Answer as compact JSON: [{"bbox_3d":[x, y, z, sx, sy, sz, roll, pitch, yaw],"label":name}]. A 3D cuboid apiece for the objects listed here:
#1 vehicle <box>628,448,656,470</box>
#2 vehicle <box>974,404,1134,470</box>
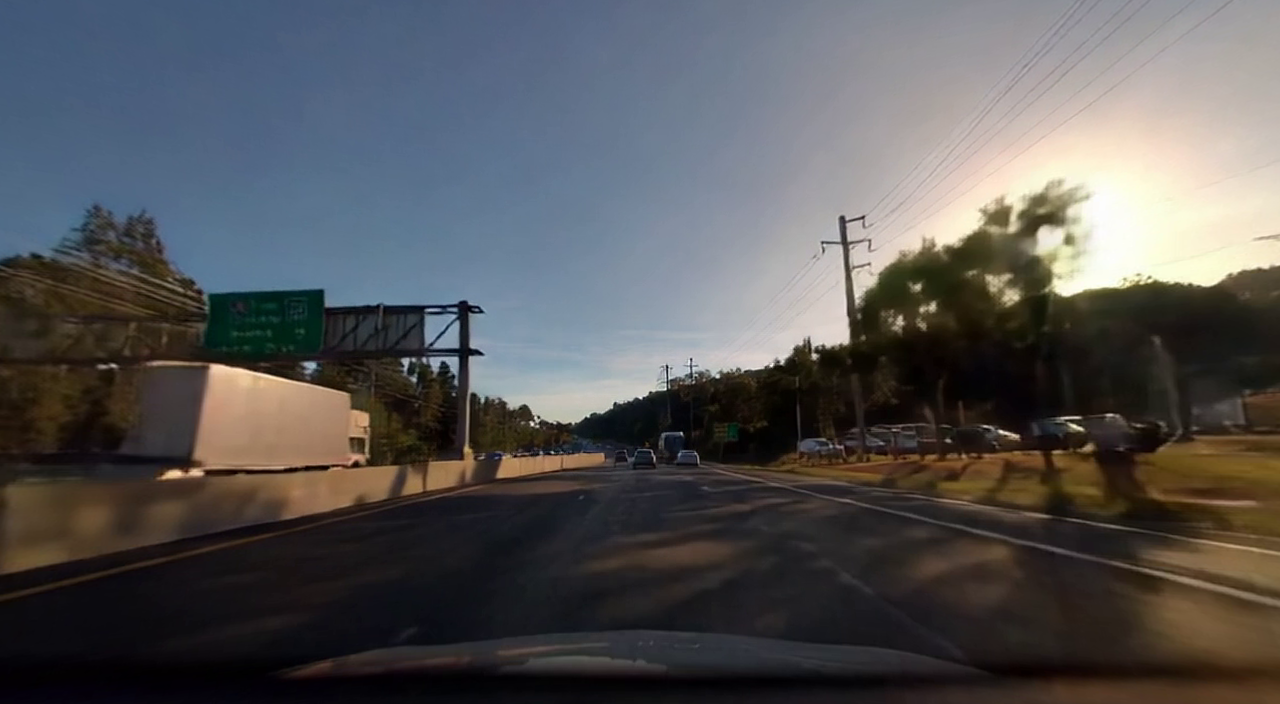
[{"bbox_3d":[0.137,8.216,48.666,2.111,1.599,3.859,0,-9,0],"label":"vehicle"},{"bbox_3d":[31.801,6.853,49.779,3.055,4.465,14.288,0,-9,1],"label":"vehicle"}]
